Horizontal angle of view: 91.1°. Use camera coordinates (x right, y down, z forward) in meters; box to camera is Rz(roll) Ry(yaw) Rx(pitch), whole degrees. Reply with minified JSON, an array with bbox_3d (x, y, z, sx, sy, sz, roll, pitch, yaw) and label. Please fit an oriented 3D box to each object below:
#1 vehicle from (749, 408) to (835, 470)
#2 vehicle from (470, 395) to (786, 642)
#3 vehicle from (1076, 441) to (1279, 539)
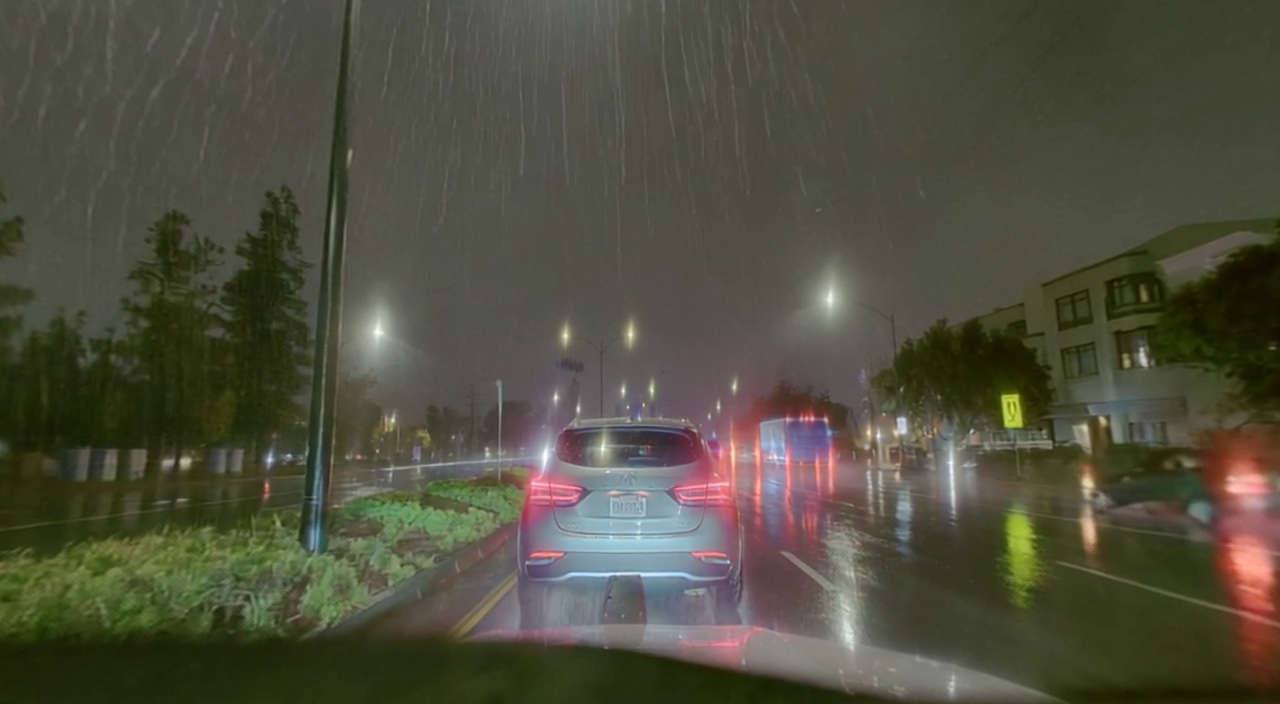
[{"bbox_3d":[10.802,6.496,46.349,3.025,3.993,11.243,1,-9,-3],"label":"vehicle"},{"bbox_3d":[-0.116,1.448,6.445,2.172,1.694,4.055,0,-8,-1],"label":"vehicle"},{"bbox_3d":[11.134,2.532,12.241,1.998,1.527,4.489,0,-9,0],"label":"vehicle"}]
